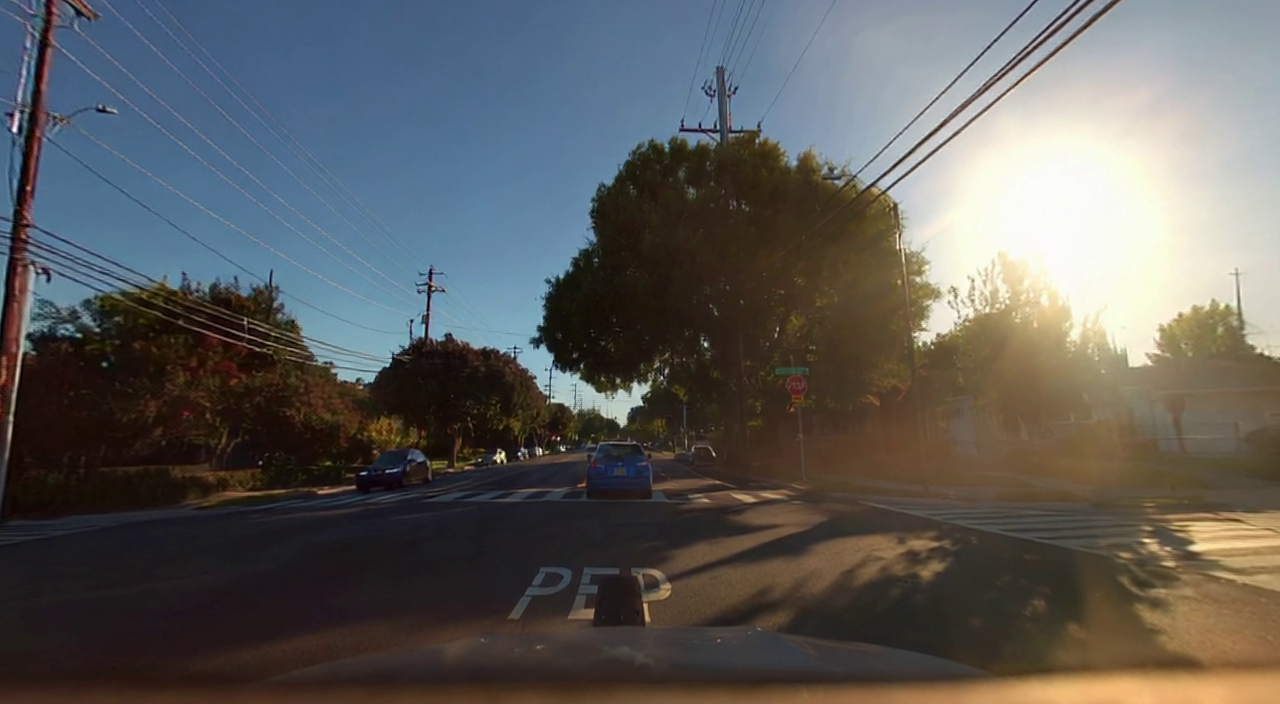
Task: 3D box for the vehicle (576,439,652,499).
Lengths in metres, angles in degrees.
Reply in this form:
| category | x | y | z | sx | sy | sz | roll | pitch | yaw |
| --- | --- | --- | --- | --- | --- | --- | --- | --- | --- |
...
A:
| category | x | y | z | sx | sy | sz | roll | pitch | yaw |
| --- | --- | --- | --- | --- | --- | --- | --- | --- | --- |
| vehicle | -0.671 | 3.188 | 17.581 | 1.877 | 1.448 | 3.830 | 0 | -9 | -1 |

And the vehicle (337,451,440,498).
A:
| category | x | y | z | sx | sy | sz | roll | pitch | yaw |
| --- | --- | --- | --- | --- | --- | --- | --- | --- | --- |
| vehicle | -8.962 | 4.361 | 22.910 | 1.934 | 1.506 | 4.032 | 0 | -9 | 2 |

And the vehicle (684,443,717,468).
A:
| category | x | y | z | sx | sy | sz | roll | pitch | yaw |
| --- | --- | --- | --- | --- | --- | --- | --- | --- | --- |
| vehicle | 4.432 | 7.647 | 46.969 | 2.101 | 1.744 | 4.466 | 0 | -9 | 1 |
